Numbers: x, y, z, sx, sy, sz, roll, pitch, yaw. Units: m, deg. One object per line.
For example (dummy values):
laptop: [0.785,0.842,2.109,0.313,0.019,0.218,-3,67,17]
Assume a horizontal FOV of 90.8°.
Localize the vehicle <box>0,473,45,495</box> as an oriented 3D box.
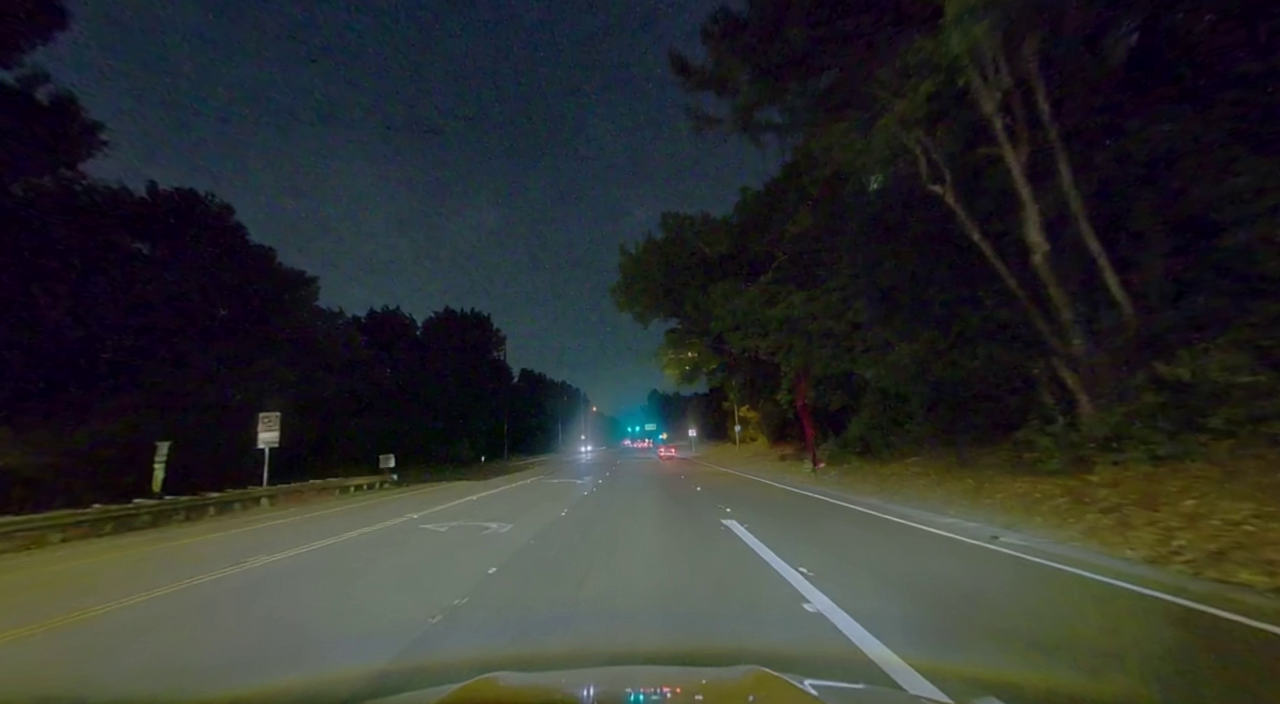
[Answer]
vehicle: [-48.586,10.325,49.508,3.971,1.484,1.903,-6,-10,35]
